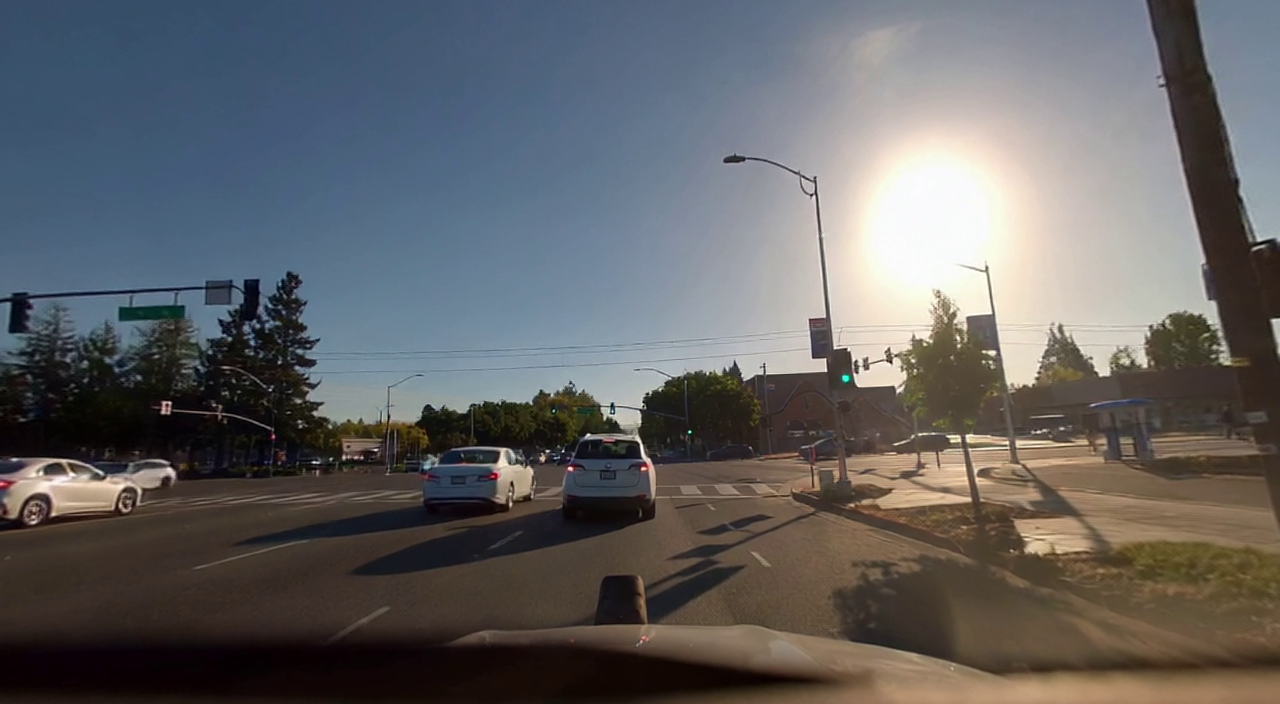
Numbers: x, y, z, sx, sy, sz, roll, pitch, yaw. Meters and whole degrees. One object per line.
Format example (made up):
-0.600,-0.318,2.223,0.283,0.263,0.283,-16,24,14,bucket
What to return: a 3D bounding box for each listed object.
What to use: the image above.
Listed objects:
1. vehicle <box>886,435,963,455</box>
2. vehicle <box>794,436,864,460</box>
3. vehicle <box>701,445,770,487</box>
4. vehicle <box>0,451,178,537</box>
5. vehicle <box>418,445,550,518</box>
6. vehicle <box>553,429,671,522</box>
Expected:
20.767,6.830,46.255,4.700,1.417,1.789,0,-8,1,vehicle
13.875,7.054,46.544,4.524,1.681,1.823,0,-8,-1,vehicle
3.870,4.436,24.993,1.976,1.462,4.342,-3,-9,18,vehicle
-13.477,3.126,14.580,1.995,1.626,4.592,0,-8,2,vehicle
-3.552,3.016,15.317,2.003,1.492,4.291,0,-8,2,vehicle
-0.504,2.621,13.985,2.210,1.722,4.215,0,-8,1,vehicle
